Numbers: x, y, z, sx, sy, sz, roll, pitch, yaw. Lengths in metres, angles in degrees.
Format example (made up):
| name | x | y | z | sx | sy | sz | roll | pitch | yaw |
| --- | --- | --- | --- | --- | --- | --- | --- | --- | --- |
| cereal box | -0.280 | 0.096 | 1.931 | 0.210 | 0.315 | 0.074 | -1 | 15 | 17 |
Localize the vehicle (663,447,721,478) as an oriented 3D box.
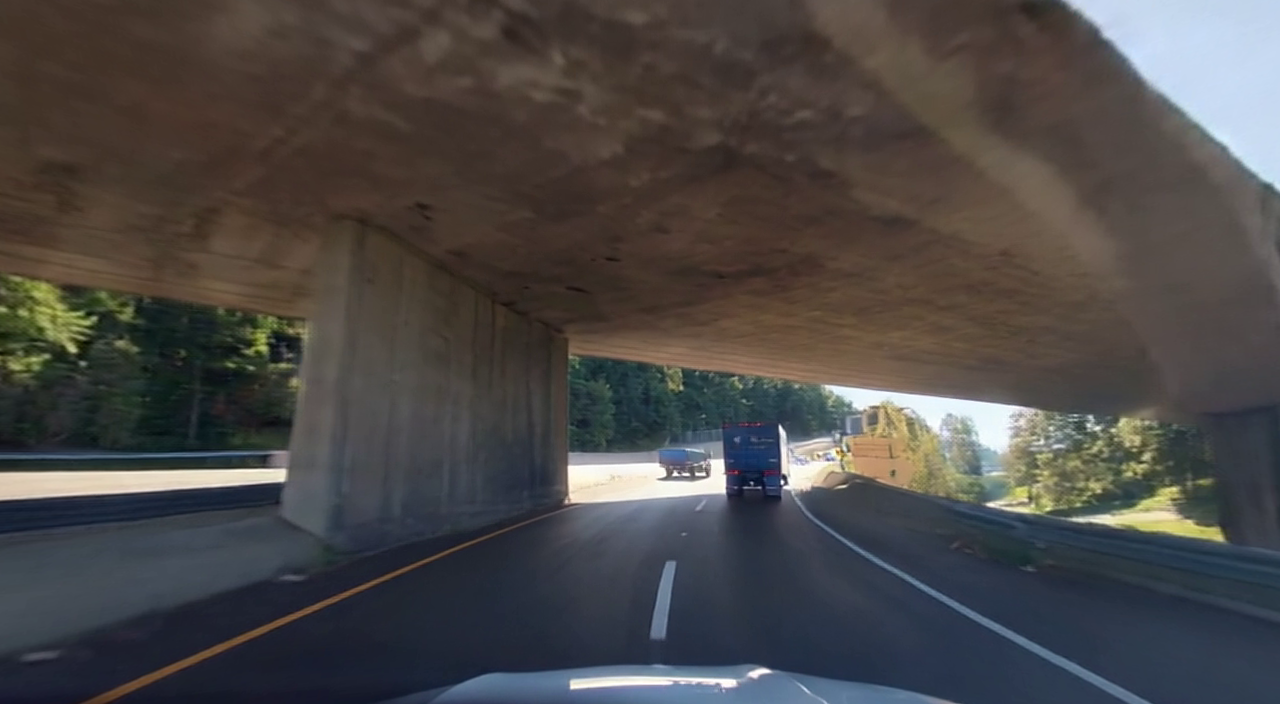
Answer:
| name | x | y | z | sx | sy | sz | roll | pitch | yaw |
| --- | --- | --- | --- | --- | --- | --- | --- | --- | --- |
| vehicle | 2.738 | 5.633 | 32.342 | 1.940 | 1.444 | 4.024 | -3 | -9 | 19 |
